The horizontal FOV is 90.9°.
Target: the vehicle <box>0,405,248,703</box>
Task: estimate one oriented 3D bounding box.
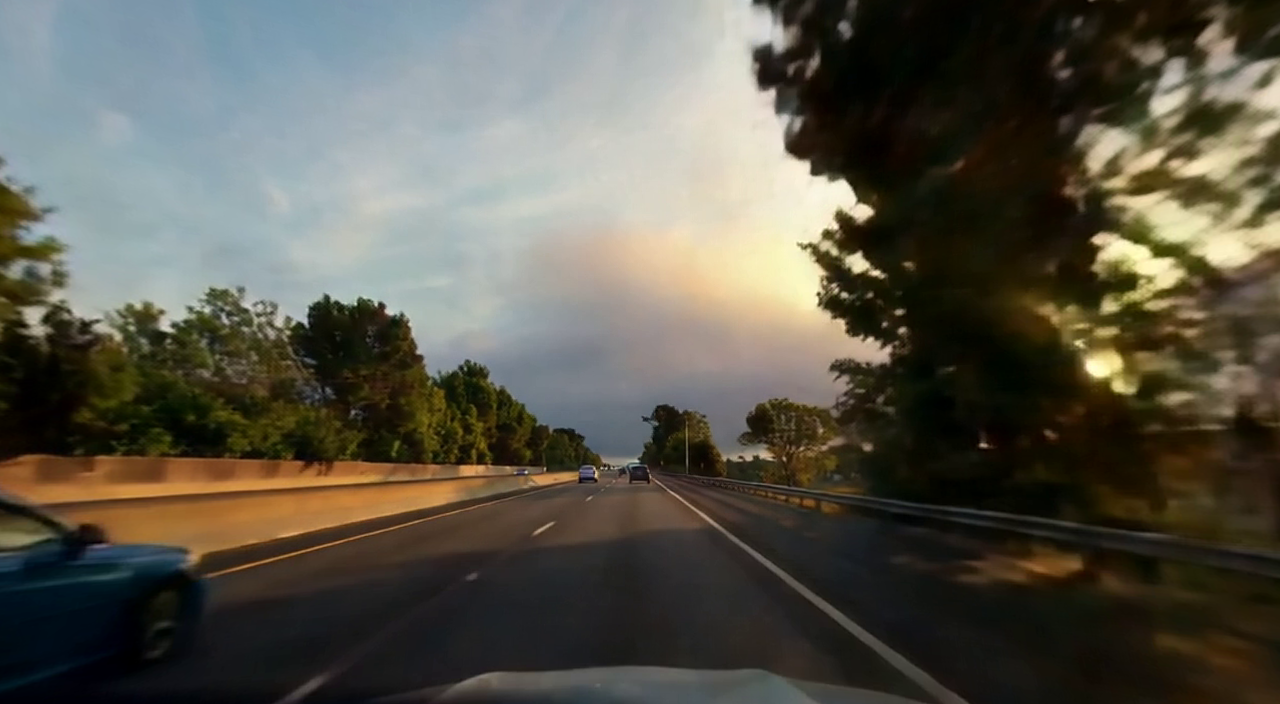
[{"bbox_3d":[-3.695,0.874,2.041,2.047,1.523,4.279,1,-11,0],"label":"vehicle"}]

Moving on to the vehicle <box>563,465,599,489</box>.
[{"bbox_3d":[-3.972,8.524,43.179,2.109,1.532,4.234,1,-11,-1],"label":"vehicle"}]
